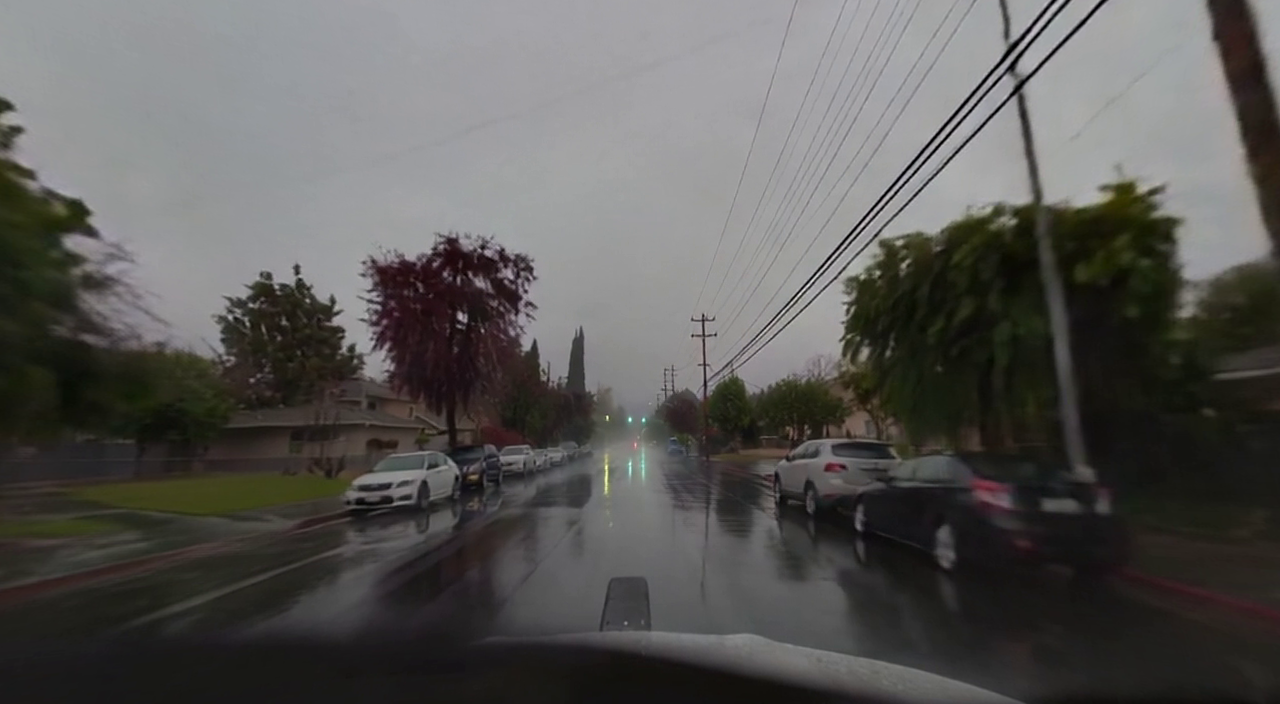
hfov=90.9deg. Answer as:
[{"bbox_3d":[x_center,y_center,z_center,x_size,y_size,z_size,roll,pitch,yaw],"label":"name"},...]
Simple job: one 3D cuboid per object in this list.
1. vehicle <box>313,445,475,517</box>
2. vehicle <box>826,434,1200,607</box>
[{"bbox_3d":[-6.041,3.187,16.288,2.231,1.492,4.727,1,-8,0],"label":"vehicle"},{"bbox_3d":[3.783,1.740,7.476,1.851,1.438,4.177,0,-8,0],"label":"vehicle"}]
